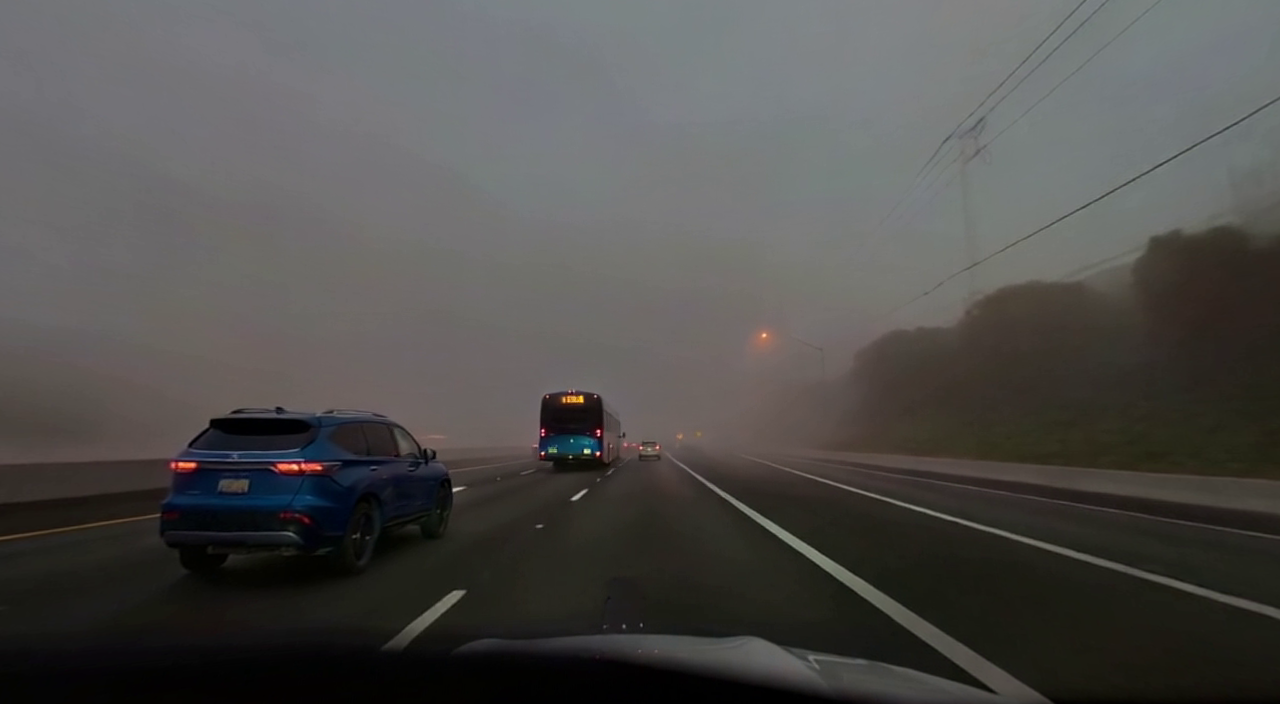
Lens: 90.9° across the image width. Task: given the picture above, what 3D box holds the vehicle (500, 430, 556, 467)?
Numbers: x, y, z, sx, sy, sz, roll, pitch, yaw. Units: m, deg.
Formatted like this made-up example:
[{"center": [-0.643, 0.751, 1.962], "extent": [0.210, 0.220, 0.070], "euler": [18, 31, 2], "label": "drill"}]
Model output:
[{"center": [-6.881, 6.034, 39.400], "extent": [2.282, 2.116, 6.030], "euler": [0, -8, 1], "label": "vehicle"}]

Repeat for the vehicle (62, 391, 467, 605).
[{"center": [-3.664, 1.507, 7.331], "extent": [2.021, 1.730, 4.223], "euler": [0, -8, 1], "label": "vehicle"}]

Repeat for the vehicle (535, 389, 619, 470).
[{"center": [-3.153, 4.537, 35.532], "extent": [3.382, 3.712, 11.766], "euler": [1, -9, 1], "label": "vehicle"}]

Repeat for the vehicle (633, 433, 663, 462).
[{"center": [0.575, 6.974, 46.131], "extent": [2.083, 2.001, 4.782], "euler": [0, -8, 0], "label": "vehicle"}]
